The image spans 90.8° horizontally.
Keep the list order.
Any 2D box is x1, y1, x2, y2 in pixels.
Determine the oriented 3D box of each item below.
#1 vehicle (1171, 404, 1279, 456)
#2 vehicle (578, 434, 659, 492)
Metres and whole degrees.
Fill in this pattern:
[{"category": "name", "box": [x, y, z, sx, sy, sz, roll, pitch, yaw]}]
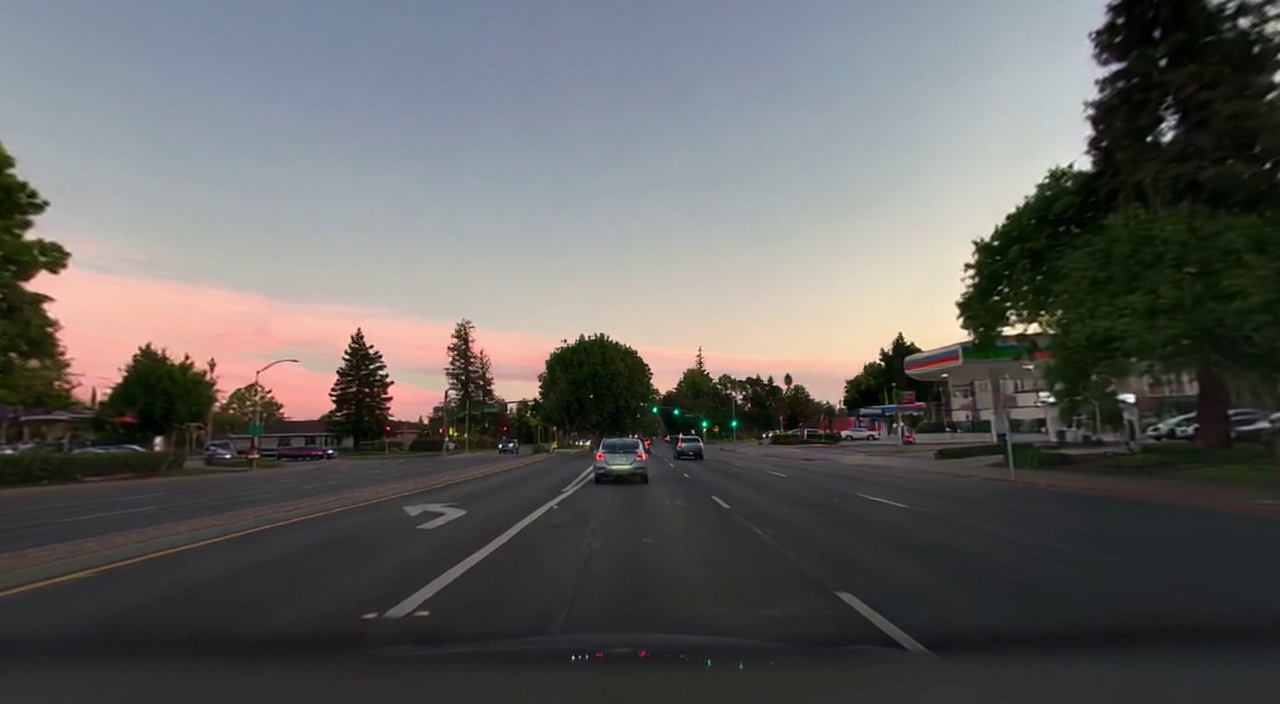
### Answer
[{"category": "vehicle", "box": [30.370, 4.003, 31.792, 2.305, 2.369, 5.485, 0, -8, -1]}, {"category": "vehicle", "box": [-0.544, 3.081, 17.874, 2.040, 1.451, 3.736, 0, -8, 0]}]
